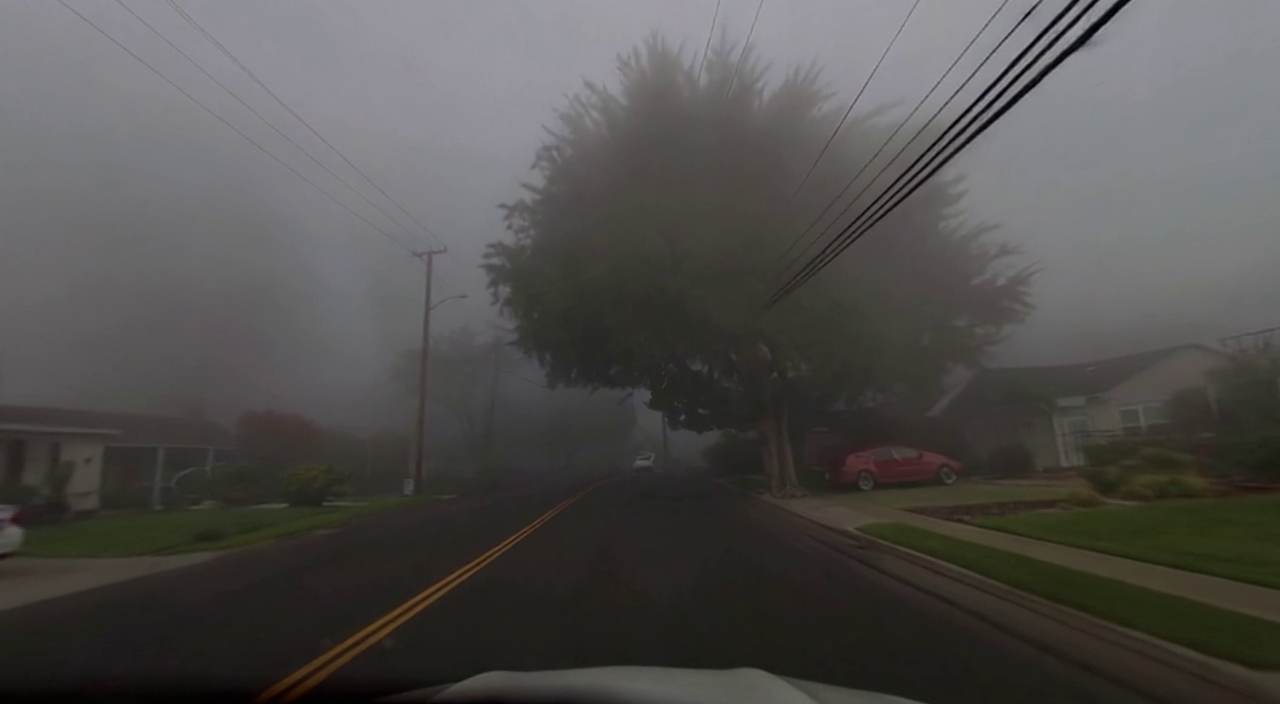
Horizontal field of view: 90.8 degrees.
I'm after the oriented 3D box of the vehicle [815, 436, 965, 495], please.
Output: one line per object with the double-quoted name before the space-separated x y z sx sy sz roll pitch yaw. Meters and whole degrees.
"vehicle" 7.729 3.531 19.843 3.846 1.725 1.920 0 -8 -3
